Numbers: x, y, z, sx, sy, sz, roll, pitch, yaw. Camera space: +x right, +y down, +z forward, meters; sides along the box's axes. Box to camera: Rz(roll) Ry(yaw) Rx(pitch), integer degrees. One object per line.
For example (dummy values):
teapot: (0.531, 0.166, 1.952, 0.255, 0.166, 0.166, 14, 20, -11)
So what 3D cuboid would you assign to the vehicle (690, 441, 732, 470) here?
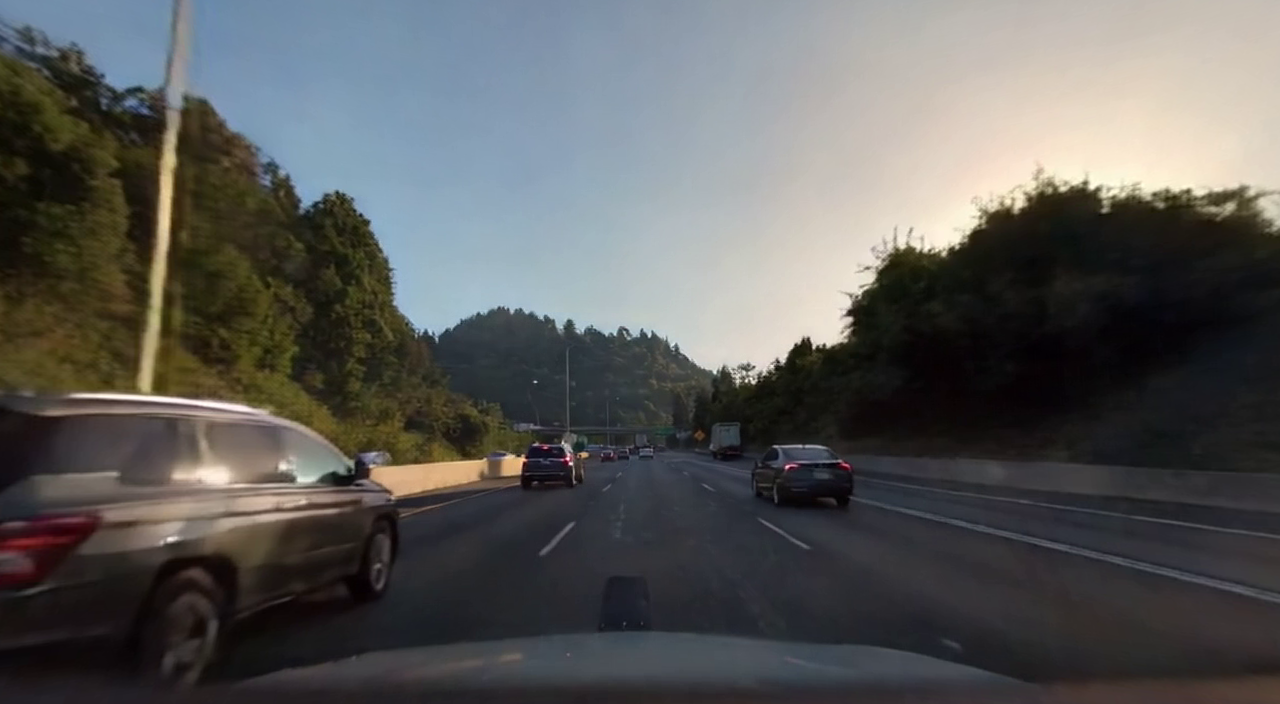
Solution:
vehicle: (4.483, 6.626, 40.632, 2.144, 1.752, 4.765, 0, -8, 0)

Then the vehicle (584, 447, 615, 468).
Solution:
vehicle: (-3.072, 8.072, 48.673, 2.099, 1.494, 4.504, -1, -8, 1)

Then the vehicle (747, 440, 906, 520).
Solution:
vehicle: (3.906, 2.756, 14.282, 2.040, 1.461, 4.822, 0, -8, -1)

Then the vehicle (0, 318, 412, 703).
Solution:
vehicle: (-3.324, 0.997, 3.729, 2.139, 1.764, 4.707, -1, -8, 1)

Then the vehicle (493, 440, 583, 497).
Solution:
vehicle: (-3.140, 3.713, 20.597, 1.974, 1.589, 5.047, -1, -8, 2)
